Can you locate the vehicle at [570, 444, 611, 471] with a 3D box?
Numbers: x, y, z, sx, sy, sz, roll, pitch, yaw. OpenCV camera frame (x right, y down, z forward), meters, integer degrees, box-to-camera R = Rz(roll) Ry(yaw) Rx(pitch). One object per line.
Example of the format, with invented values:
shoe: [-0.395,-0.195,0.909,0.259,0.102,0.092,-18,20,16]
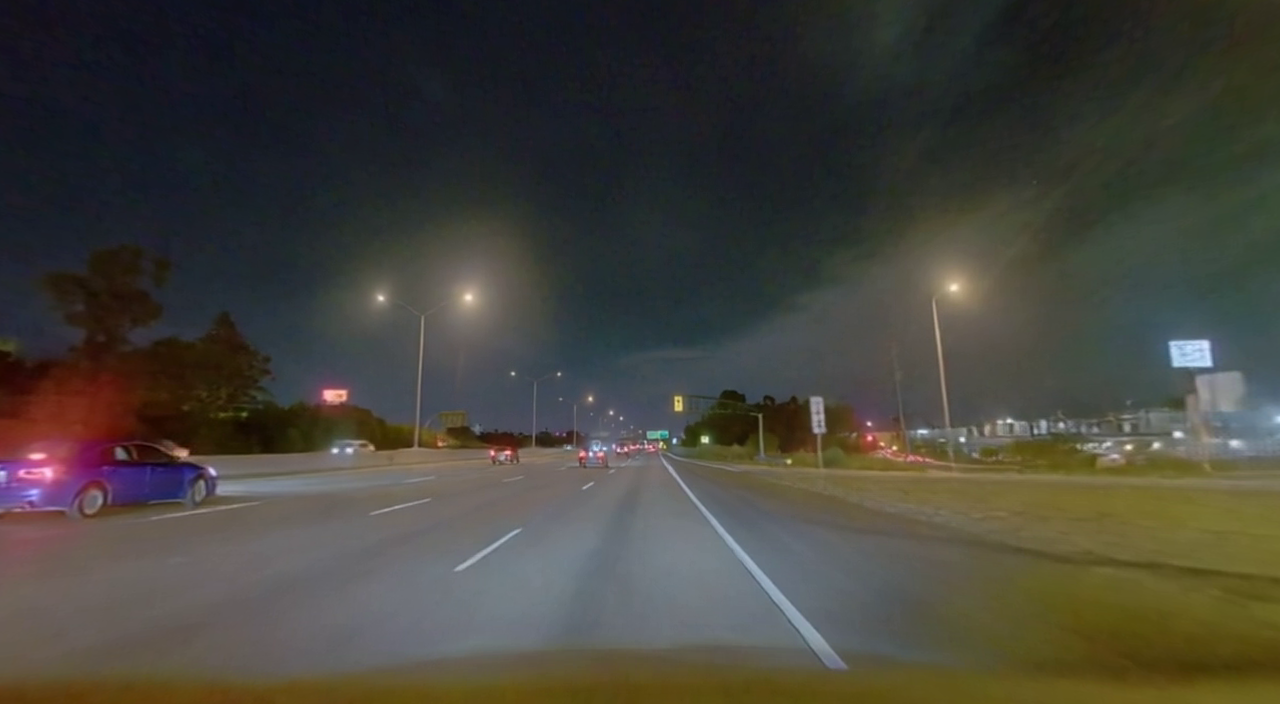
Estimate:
vehicle: [-2.925,6.319,38.063,2.050,1.479,4.342,0,-8,1]

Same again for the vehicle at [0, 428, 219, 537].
vehicle: [-10.064,2.161,11.005,2.002,1.526,4.822,0,-8,2]

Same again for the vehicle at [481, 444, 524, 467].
vehicle: [-9.487,7.157,43.796,1.930,1.490,3.955,0,-8,2]
